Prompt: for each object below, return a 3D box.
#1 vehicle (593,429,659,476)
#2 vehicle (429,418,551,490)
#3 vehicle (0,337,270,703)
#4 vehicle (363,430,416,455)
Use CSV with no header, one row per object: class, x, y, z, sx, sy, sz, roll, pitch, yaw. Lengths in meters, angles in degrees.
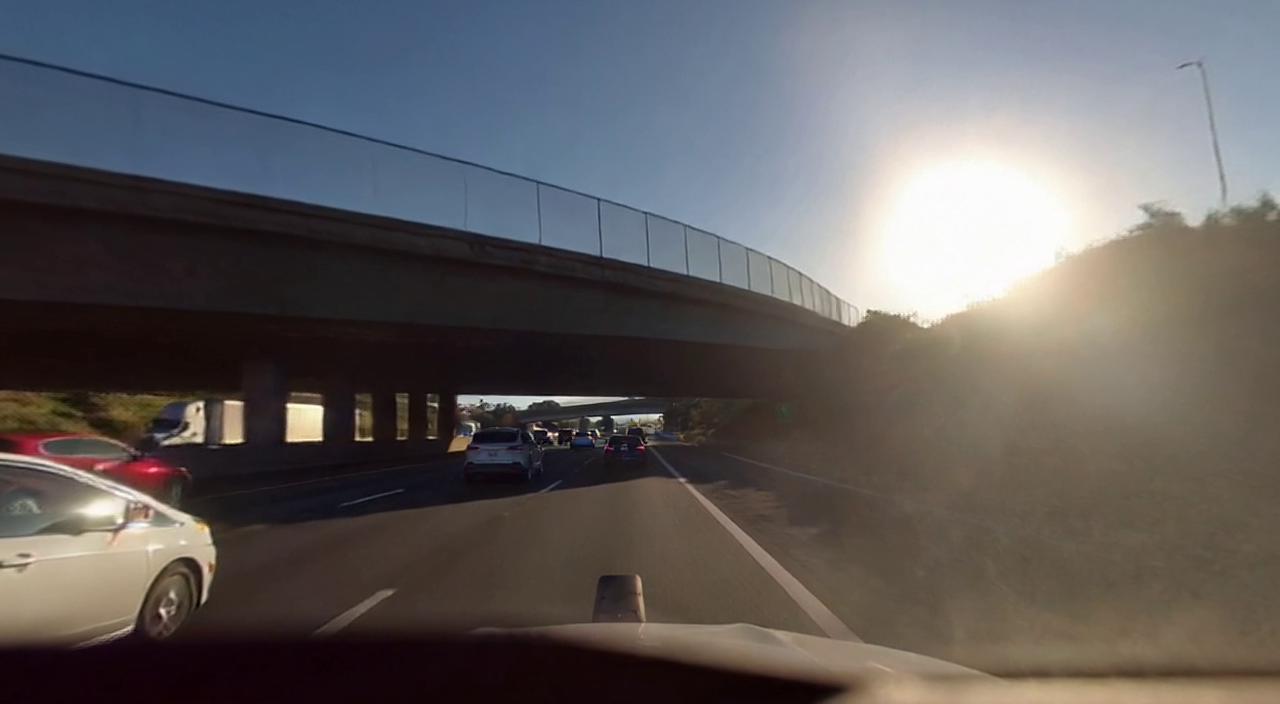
vehicle,-0.465,3.442,21.850,2.070,1.452,3.834,0,-8,-1
vehicle,-3.880,2.721,17.219,2.154,1.690,4.595,0,-8,1
vehicle,-3.781,0.765,2.434,2.107,1.703,4.274,0,-8,-1
vehicle,-19.688,7.148,49.648,2.196,1.833,4.749,0,-8,0
